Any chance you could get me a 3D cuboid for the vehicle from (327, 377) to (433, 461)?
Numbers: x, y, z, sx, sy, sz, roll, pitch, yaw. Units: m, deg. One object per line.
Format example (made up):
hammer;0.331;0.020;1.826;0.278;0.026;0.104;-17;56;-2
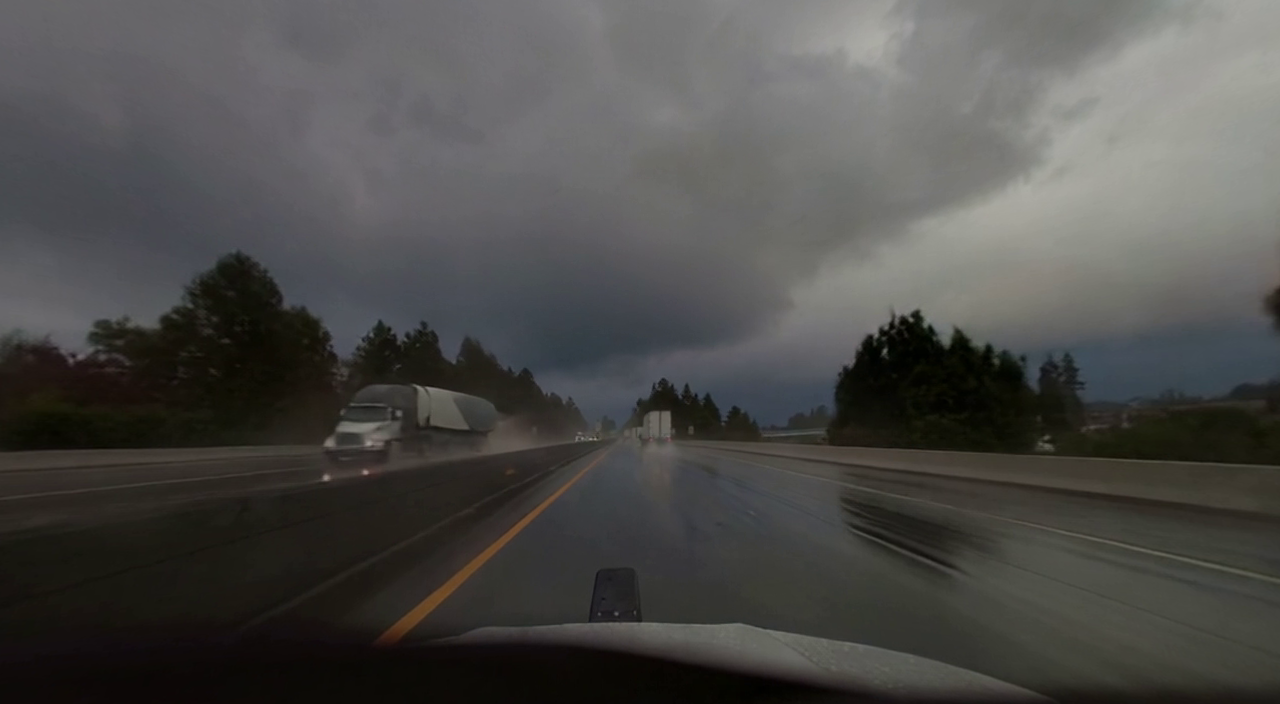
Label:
vehicle;-13.222;3.552;32.676;2.992;3.967;5.823;0;-8;-1
